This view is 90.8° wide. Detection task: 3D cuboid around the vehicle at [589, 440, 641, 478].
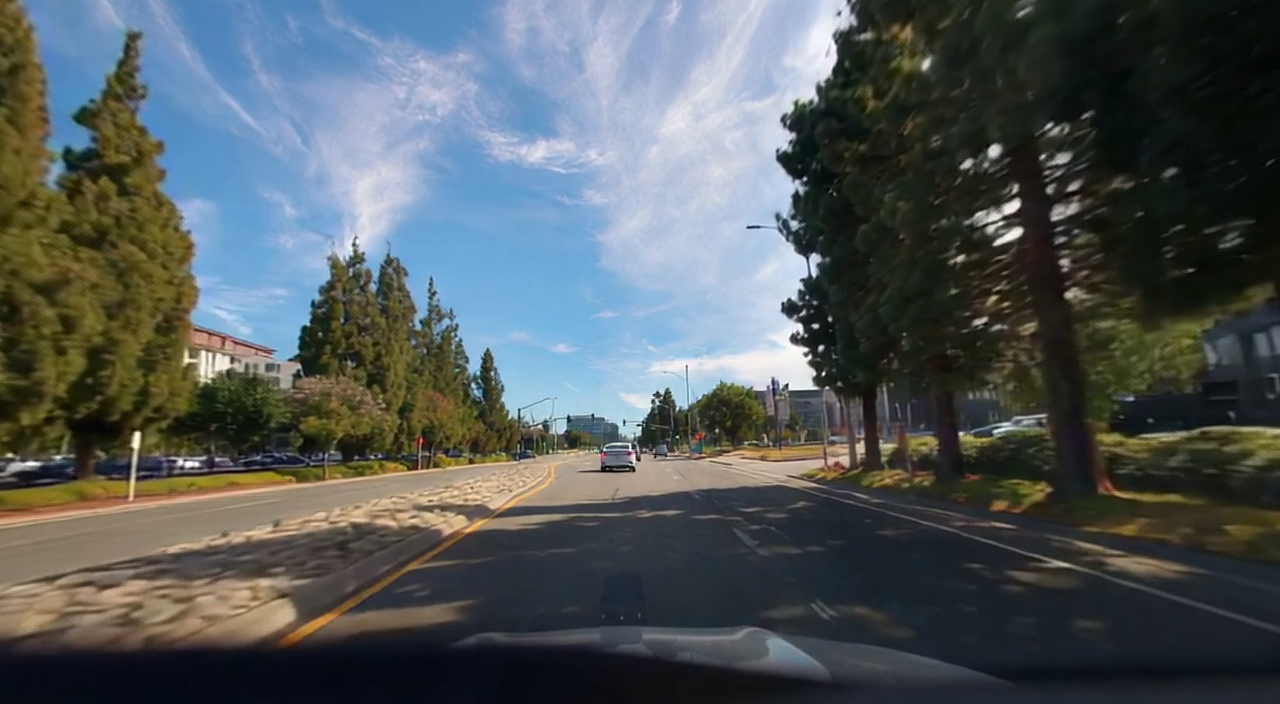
[{"bbox_3d":[-1.051,4.606,27.391,2.075,1.470,3.962,0,-9,-1],"label":"vehicle"}]
